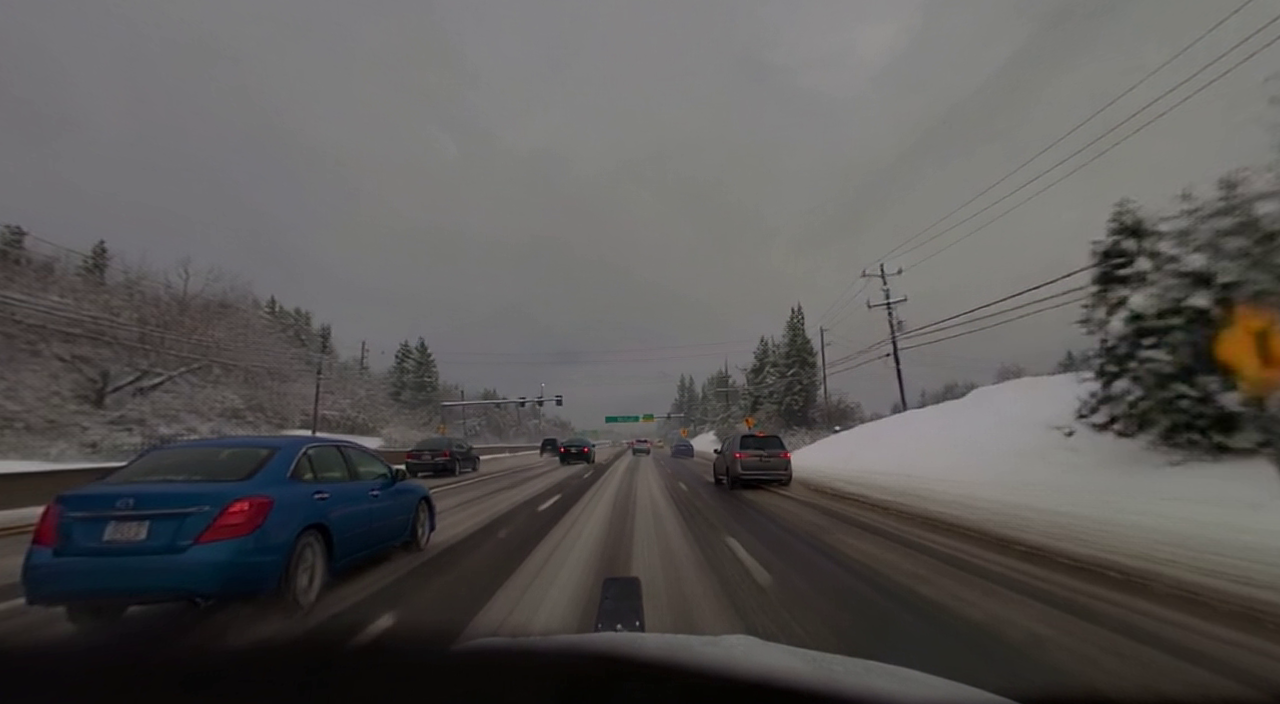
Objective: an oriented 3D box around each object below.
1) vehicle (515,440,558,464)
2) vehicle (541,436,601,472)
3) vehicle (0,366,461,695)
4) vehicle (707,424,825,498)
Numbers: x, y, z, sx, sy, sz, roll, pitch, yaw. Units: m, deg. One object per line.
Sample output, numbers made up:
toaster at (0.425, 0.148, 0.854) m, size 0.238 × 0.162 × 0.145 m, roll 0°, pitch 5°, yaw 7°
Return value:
vehicle at (-6.538, 6.362, 40.345) m, size 1.877 × 1.474 × 4.475 m, roll 0°, pitch -8°, yaw 2°
vehicle at (-3.019, 4.591, 28.596) m, size 2.066 × 1.488 × 4.377 m, roll 0°, pitch -8°, yaw 2°
vehicle at (-3.259, 1.237, 5.522) m, size 2.104 × 1.707 × 4.338 m, roll 0°, pitch -8°, yaw 0°
vehicle at (3.080, 2.786, 16.501) m, size 2.100 × 1.659 × 4.387 m, roll 0°, pitch -8°, yaw -1°
